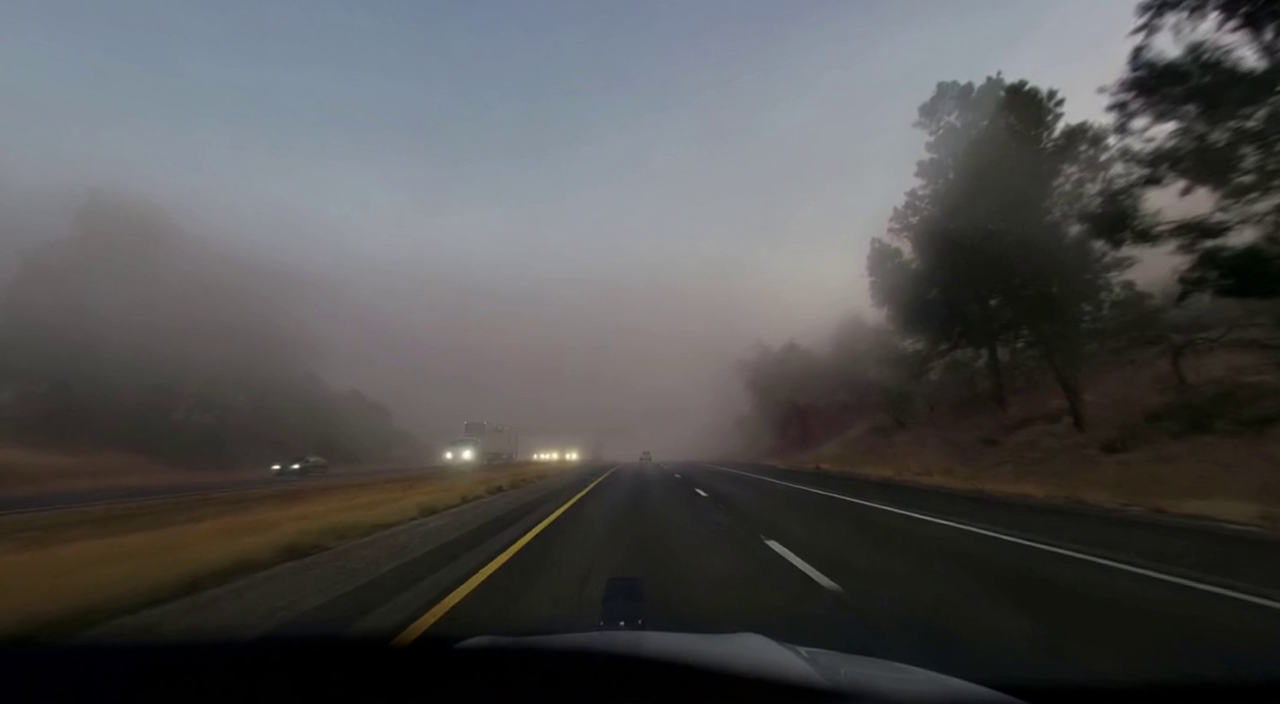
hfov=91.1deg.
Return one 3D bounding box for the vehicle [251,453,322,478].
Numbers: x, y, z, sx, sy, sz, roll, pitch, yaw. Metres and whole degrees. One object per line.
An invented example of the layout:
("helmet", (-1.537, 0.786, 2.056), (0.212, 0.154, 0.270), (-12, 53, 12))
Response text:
("vehicle", (-23.626, 7.574, 42.161), (1.941, 1.485, 4.816), (0, -8, 0))
